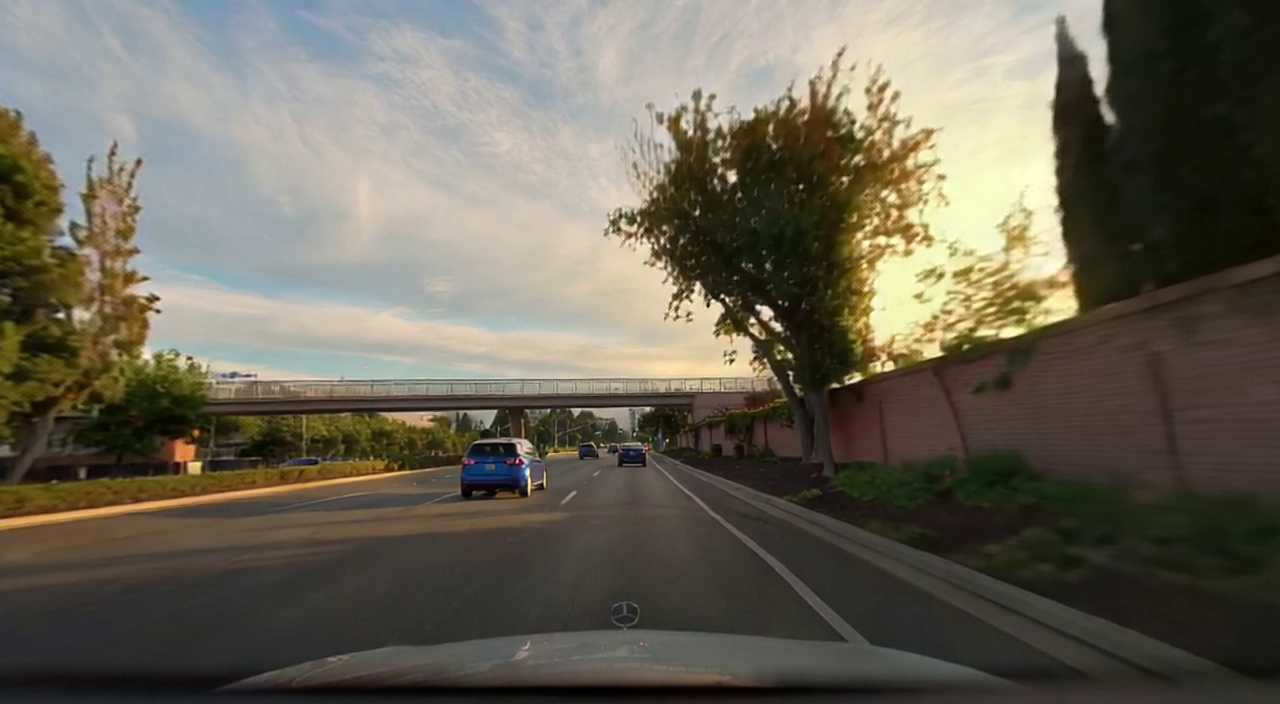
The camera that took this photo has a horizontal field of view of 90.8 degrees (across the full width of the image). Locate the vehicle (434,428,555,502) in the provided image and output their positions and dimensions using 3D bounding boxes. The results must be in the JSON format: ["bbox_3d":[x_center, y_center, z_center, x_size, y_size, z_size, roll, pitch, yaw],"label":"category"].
[{"bbox_3d":[-3.845,3.101,17.697,2.223,1.771,4.581,0,-9,1],"label":"vehicle"}]

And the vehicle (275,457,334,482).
[{"bbox_3d":[-24.794,8.681,46.822,1.854,1.645,4.522,0,-9,0],"label":"vehicle"}]

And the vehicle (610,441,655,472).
[{"bbox_3d":[-0.416,5.467,33.254,2.205,1.509,4.272,0,-9,-1],"label":"vehicle"}]
